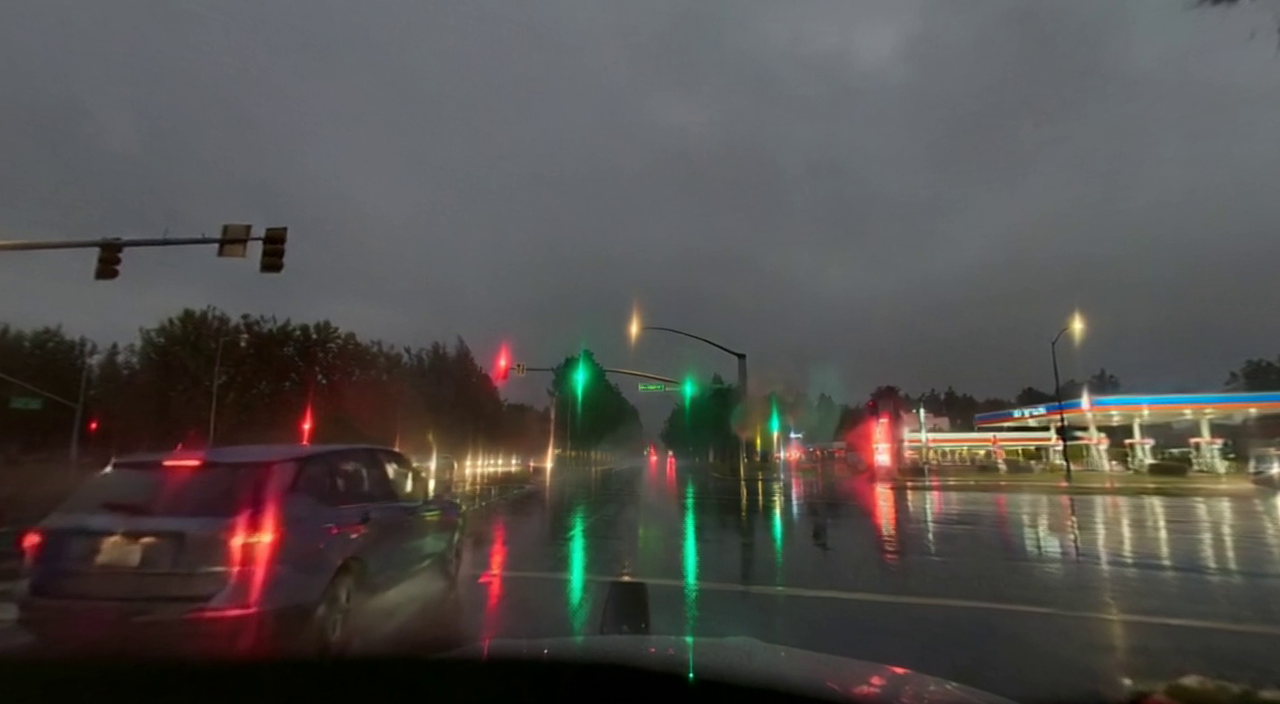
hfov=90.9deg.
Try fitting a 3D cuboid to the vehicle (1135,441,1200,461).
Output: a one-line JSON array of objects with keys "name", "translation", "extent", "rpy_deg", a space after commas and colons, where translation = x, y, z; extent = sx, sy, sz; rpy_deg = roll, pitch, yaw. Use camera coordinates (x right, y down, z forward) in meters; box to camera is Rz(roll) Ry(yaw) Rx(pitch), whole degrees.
[{"name": "vehicle", "translation": [40.503, 7.618, 48.410], "extent": [3.518, 1.433, 1.763], "rpy_deg": [1, -9, -5]}]

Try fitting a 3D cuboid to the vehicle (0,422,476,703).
[{"name": "vehicle", "translation": [-3.015, 1.410, 5.140], "extent": [2.041, 1.483, 4.533], "rpy_deg": [0, -9, 1]}]
